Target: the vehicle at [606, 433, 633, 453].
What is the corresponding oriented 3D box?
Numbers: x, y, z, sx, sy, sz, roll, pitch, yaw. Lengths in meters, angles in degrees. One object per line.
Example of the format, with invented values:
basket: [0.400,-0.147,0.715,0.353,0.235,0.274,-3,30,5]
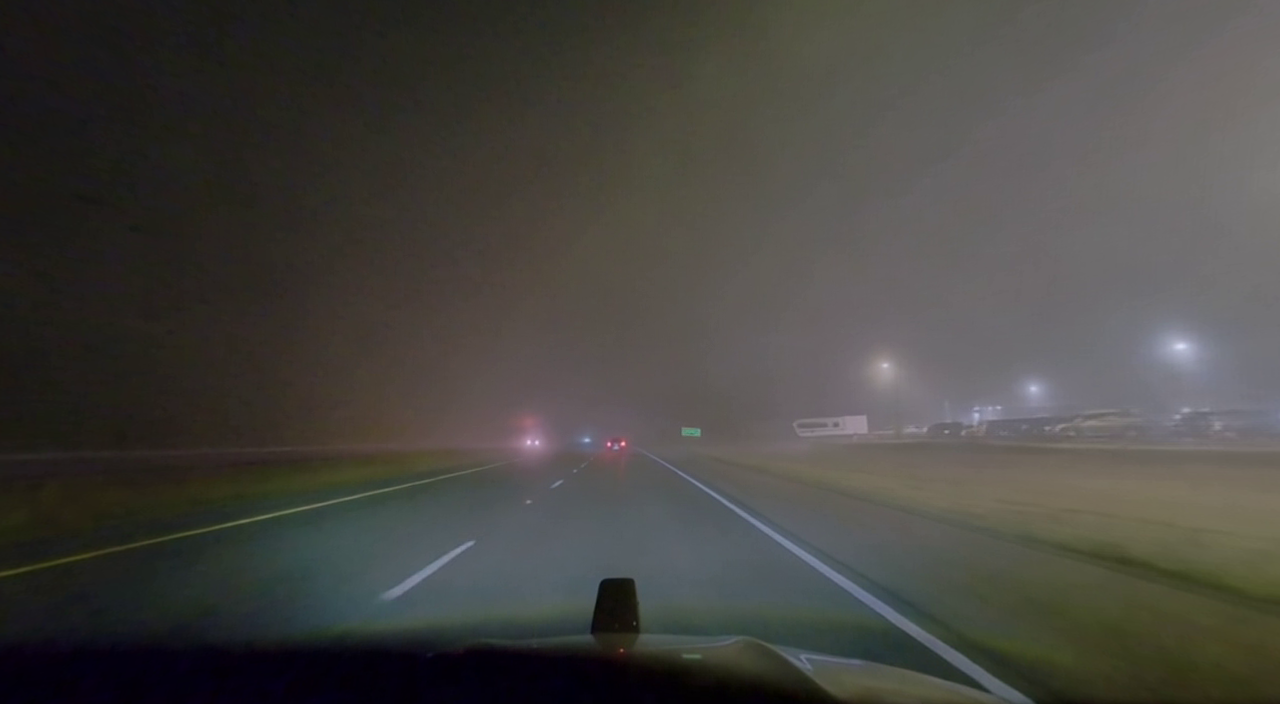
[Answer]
vehicle: [-1.641,7.141,49.433,2.037,1.504,4.248,0,-8,-2]
